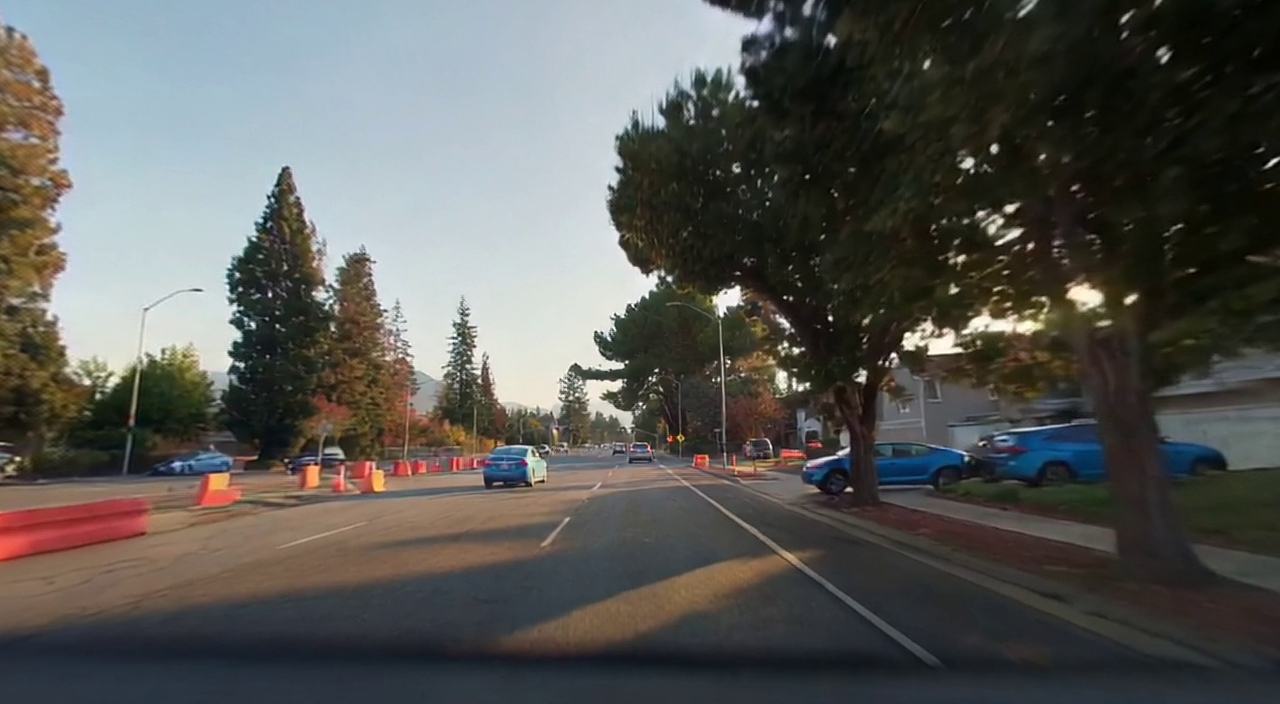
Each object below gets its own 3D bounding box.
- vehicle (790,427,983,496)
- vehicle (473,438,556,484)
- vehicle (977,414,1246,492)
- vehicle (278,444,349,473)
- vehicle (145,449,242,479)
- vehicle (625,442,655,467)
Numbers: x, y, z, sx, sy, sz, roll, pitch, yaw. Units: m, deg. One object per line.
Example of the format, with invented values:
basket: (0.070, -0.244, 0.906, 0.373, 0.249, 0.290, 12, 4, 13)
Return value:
vehicle: (6.592, 2.993, 17.380, 4.447, 1.754, 2.182, -1, -9, 5)
vehicle: (-4.849, 4.300, 25.130, 2.198, 1.663, 4.519, 0, -9, 3)
vehicle: (11.645, 2.535, 15.919, 4.936, 1.813, 2.158, -1, -9, 3)
vehicle: (-20.729, 6.745, 40.176, 2.053, 1.761, 4.479, 0, -9, 1)
vehicle: (-24.845, 6.240, 35.275, 1.906, 1.525, 4.709, 0, -9, 1)
vehicle: (-0.007, 7.473, 46.108, 2.135, 1.711, 4.124, 0, -9, 0)
